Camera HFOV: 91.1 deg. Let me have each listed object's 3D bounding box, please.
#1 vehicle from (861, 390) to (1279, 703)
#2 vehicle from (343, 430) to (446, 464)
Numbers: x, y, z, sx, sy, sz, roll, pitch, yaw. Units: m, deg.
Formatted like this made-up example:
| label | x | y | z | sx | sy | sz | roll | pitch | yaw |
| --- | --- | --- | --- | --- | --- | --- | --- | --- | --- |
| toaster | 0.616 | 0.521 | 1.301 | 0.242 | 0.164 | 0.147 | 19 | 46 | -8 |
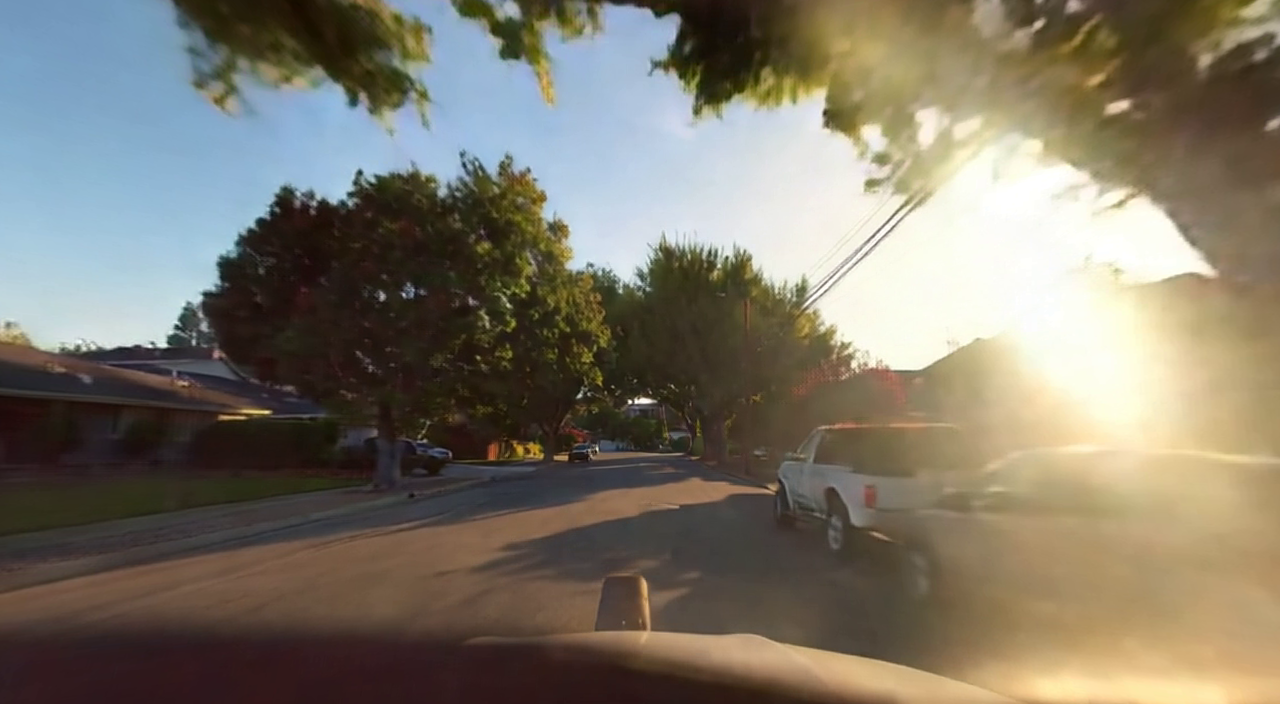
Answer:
| label | x | y | z | sx | sy | sz | roll | pitch | yaw |
| --- | --- | --- | --- | --- | --- | --- | --- | --- | --- |
| vehicle | 3.077 | 1.207 | 3.802 | 1.976 | 1.552 | 4.442 | 1 | -9 | 2 |
| vehicle | -13.884 | 5.428 | 35.795 | 4.928 | 1.844 | 2.163 | 0 | -9 | -3 |
